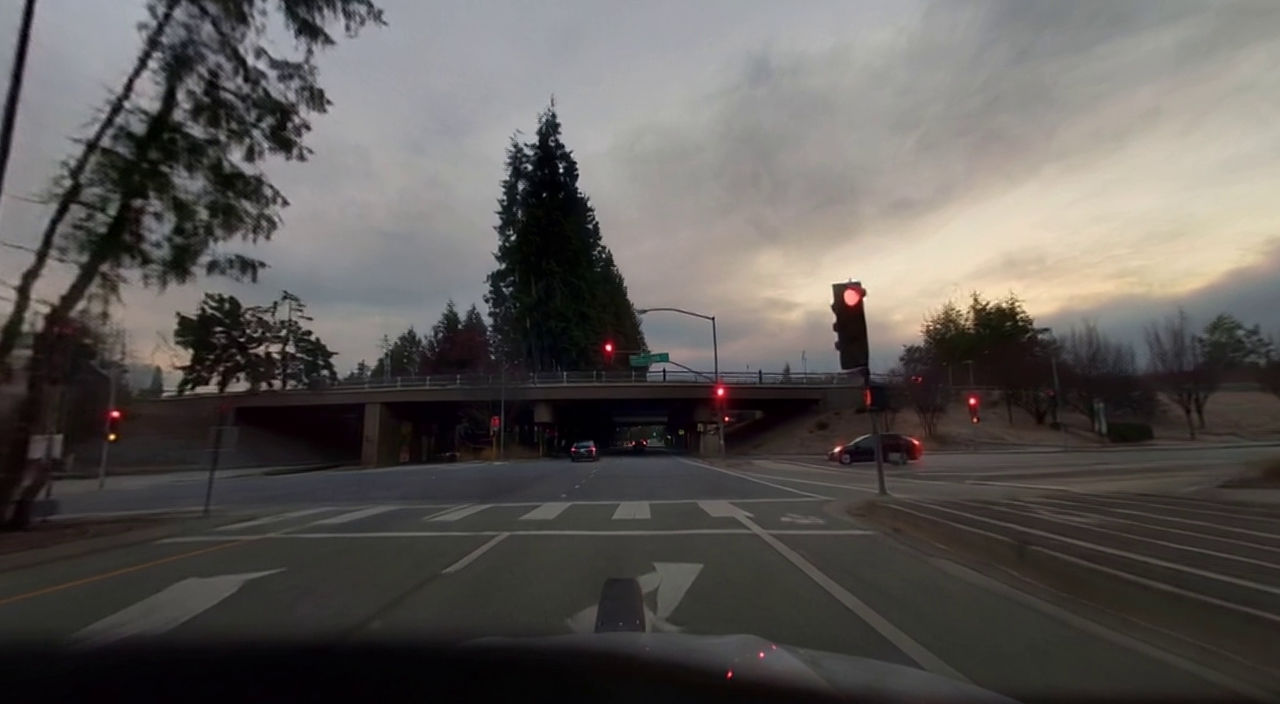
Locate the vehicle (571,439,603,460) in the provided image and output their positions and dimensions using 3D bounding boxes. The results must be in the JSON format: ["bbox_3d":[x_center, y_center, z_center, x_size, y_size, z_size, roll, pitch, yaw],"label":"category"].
[{"bbox_3d":[-3.996,7.438,48.223,2.082,1.472,4.310,0,-9,0],"label":"vehicle"}]

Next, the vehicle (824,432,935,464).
[{"bbox_3d":[11.651,4.692,30.841,4.691,1.466,1.800,1,-9,-7],"label":"vehicle"}]
